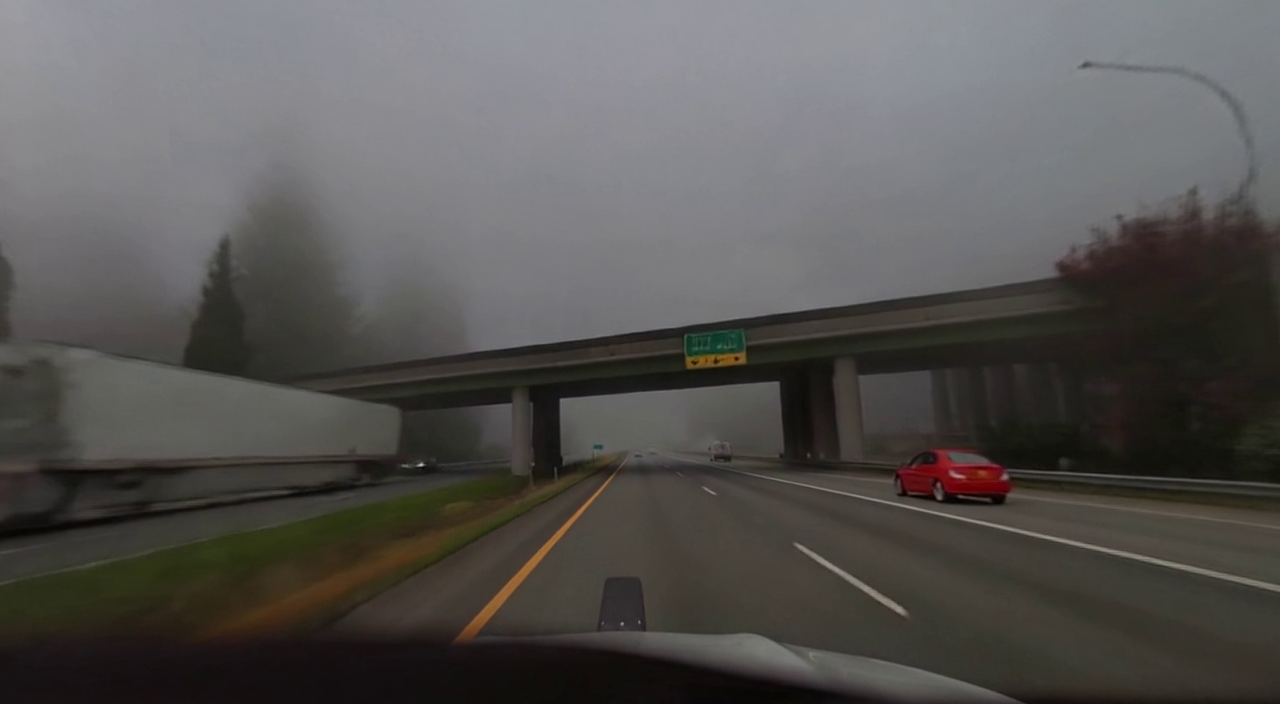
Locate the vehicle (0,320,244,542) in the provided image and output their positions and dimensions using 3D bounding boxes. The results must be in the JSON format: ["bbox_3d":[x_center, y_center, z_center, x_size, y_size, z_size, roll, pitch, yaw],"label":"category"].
[{"bbox_3d":[-12.672,1.881,14.117,2.948,3.836,6.895,0,-9,0],"label":"vehicle"}]

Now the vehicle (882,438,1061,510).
[{"bbox_3d":[7.710,2.869,15.234,1.987,1.473,4.244,0,-9,0],"label":"vehicle"}]

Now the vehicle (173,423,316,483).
[{"bbox_3d":[-12.658,3.326,20.580,1.822,1.677,4.314,-2,-10,1],"label":"vehicle"}]
